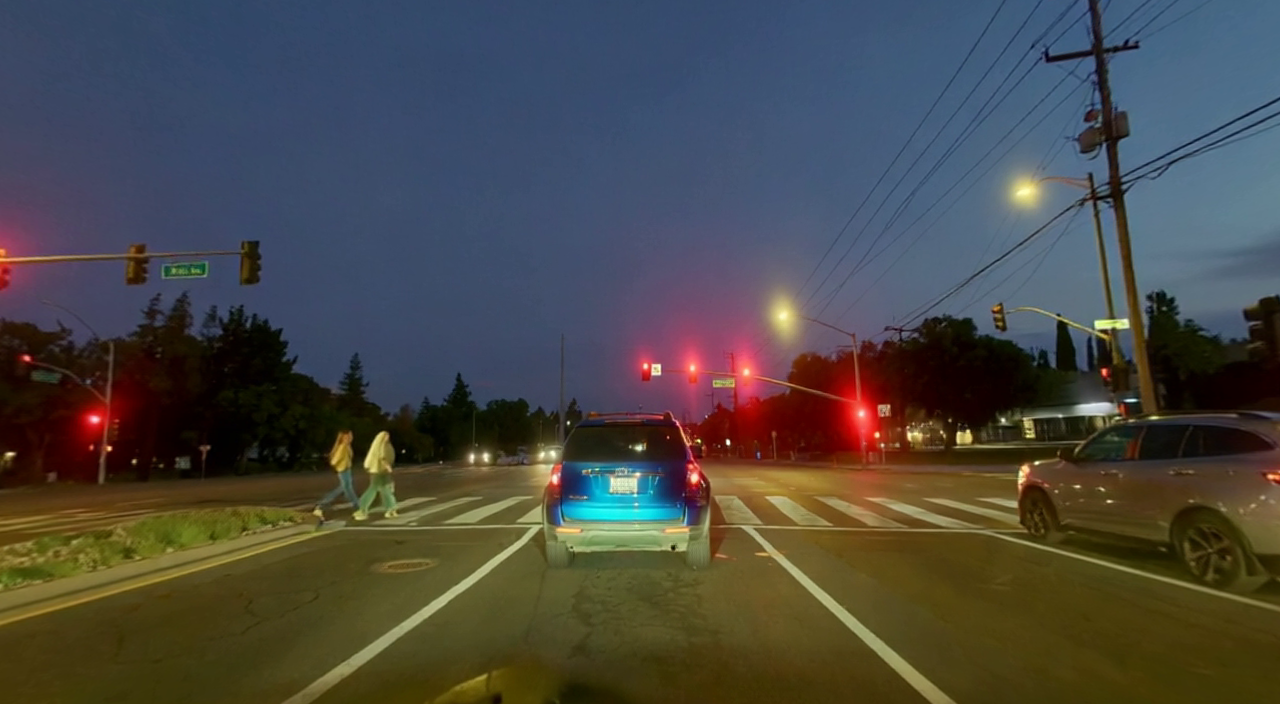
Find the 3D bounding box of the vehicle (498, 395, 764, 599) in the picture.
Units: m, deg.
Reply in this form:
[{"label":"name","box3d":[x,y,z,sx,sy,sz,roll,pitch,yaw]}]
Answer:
[{"label":"vehicle","box3d":[-0.109,1.564,7.640,2.285,1.729,4.252,0,-9,-1]}]

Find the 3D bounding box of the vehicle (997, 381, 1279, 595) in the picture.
[{"label":"vehicle","box3d":[6.578,1.438,7.240,2.119,1.827,4.806,0,-9,0]}]
